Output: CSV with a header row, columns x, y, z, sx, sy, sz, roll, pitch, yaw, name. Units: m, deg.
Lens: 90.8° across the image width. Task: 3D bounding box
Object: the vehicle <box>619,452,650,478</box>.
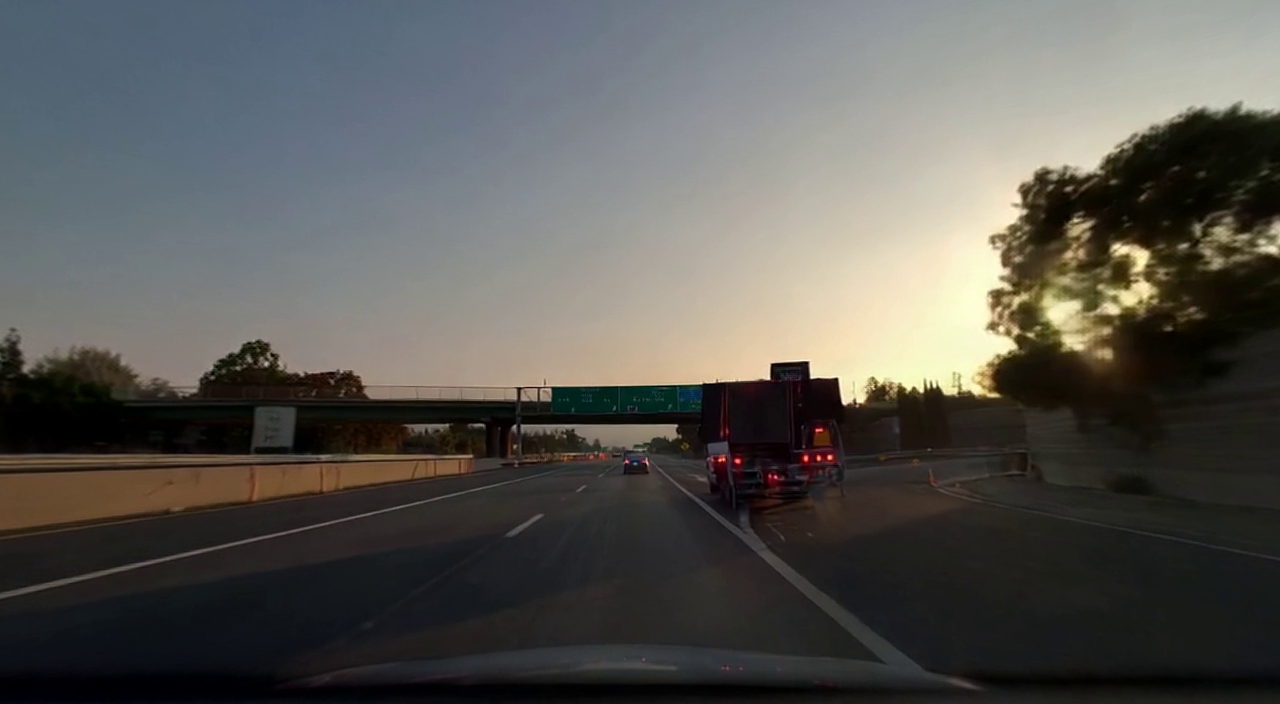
x,y,z,sx,sy,sz,roll,pitch,yaw,name
-0.286,6.671,37.521,1.695,1.437,3.506,0,-9,1,vehicle
